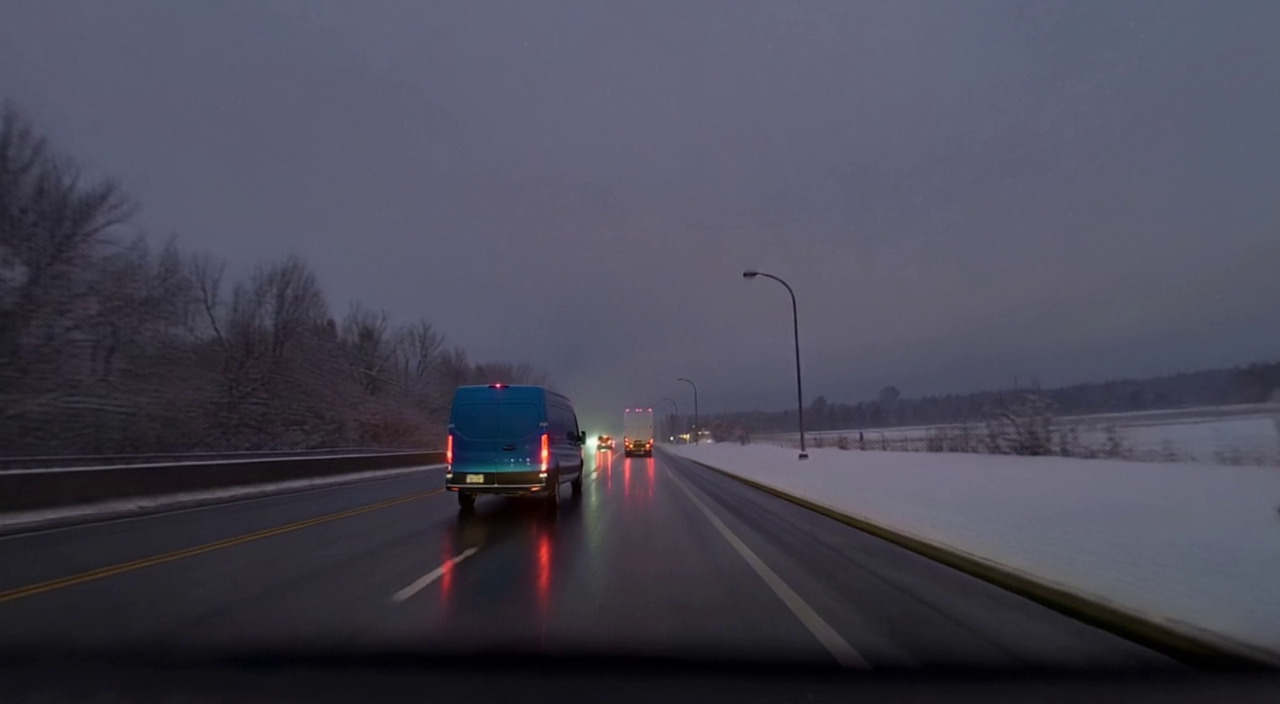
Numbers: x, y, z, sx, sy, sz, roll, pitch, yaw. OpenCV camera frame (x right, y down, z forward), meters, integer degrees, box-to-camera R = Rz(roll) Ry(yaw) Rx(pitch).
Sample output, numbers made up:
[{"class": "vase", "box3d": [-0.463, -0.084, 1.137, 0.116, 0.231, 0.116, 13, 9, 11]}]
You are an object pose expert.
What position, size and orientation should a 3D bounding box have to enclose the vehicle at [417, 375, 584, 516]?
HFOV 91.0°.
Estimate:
[{"class": "vehicle", "box3d": [-2.878, 2.193, 14.869, 2.497, 2.628, 6.016, 0, -8, 0]}]
